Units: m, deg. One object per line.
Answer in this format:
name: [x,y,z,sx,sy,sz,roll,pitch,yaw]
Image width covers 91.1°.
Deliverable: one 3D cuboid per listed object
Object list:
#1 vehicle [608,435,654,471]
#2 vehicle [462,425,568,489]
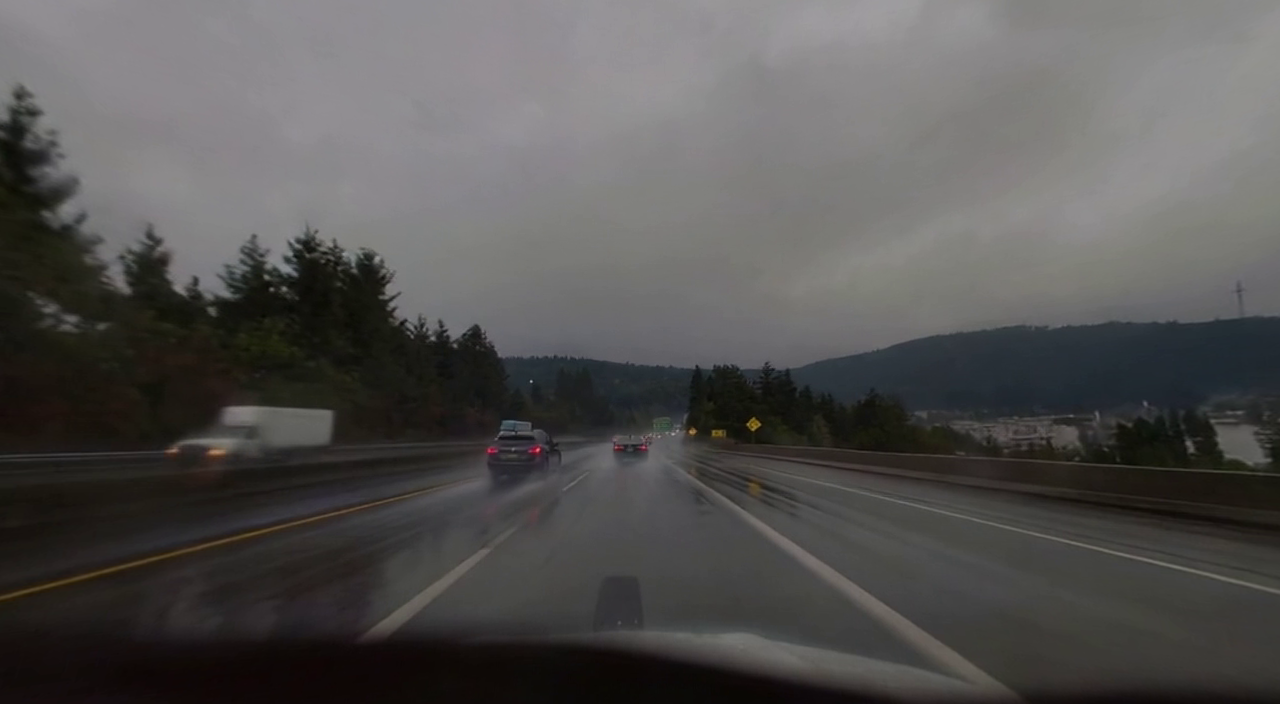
vehicle: [-0.435,4.782,30.091,2.048,1.563,4.087,0,-8,-1]
vehicle: [-3.633,3.158,19.268,2.264,1.699,4.648,0,-8,0]
